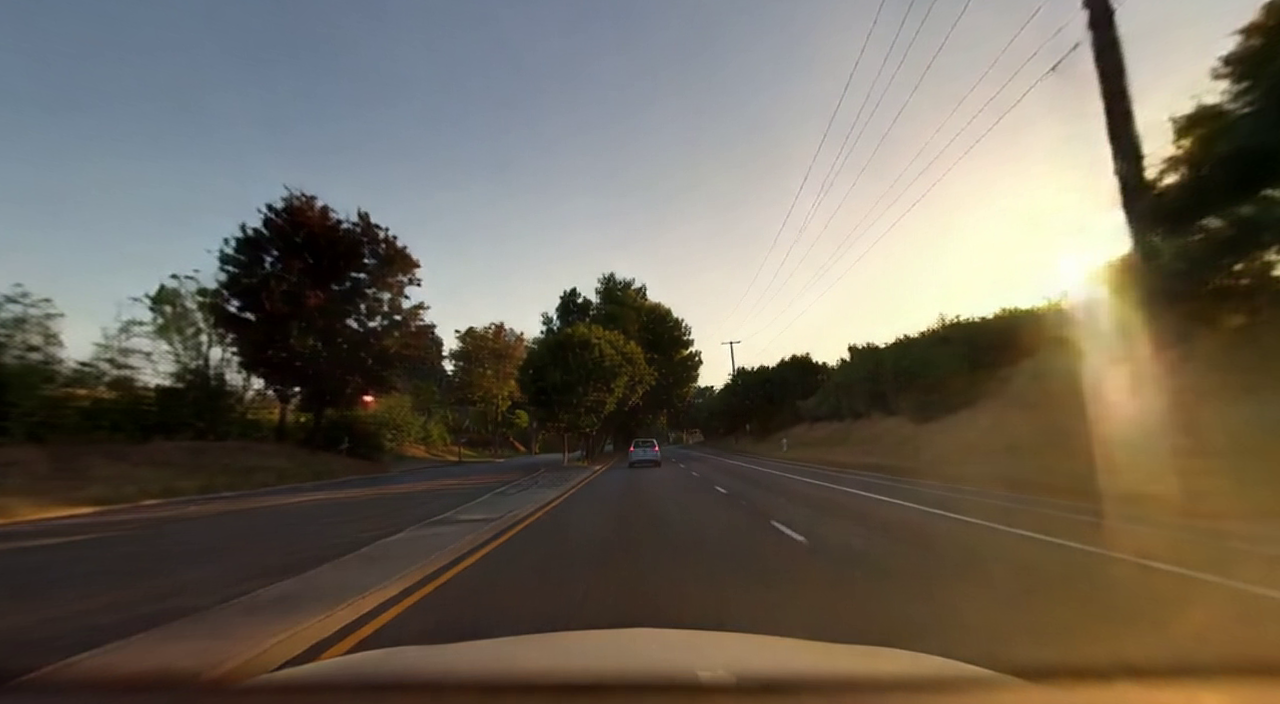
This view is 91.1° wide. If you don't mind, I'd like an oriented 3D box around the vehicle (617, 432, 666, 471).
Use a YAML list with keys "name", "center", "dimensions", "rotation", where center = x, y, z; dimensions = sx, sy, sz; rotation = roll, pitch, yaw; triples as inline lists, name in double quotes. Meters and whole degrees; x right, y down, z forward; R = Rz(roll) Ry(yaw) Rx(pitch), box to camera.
- name: "vehicle"
  center: [0.077, 4.855, 30.777]
  dimensions: [2.256, 1.734, 4.176]
  rotation: [0, -9, 0]
